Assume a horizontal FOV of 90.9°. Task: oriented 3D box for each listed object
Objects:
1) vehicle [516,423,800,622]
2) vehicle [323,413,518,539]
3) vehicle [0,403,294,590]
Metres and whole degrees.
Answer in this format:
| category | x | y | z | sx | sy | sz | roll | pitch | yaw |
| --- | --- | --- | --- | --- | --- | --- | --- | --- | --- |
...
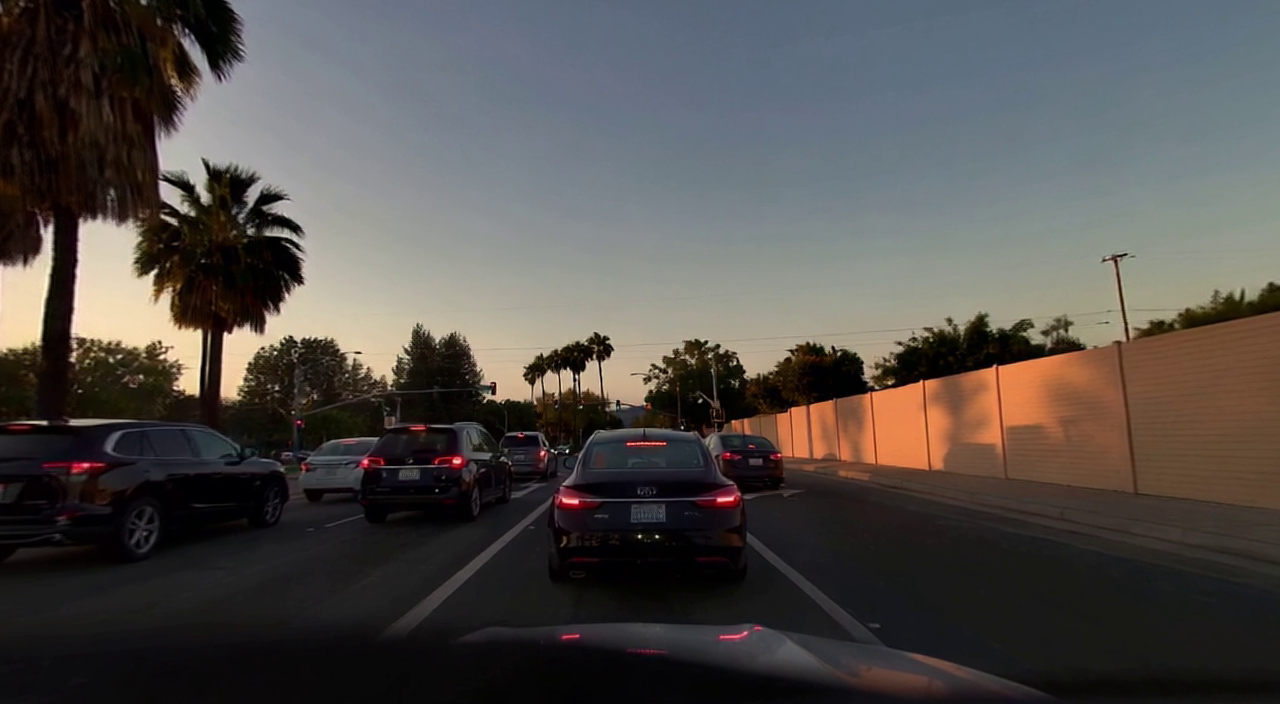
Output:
| category | x | y | z | sx | sy | sz | roll | pitch | yaw |
| --- | --- | --- | --- | --- | --- | --- | --- | --- | --- |
| vehicle | 0.070 | 1.597 | 6.947 | 2.128 | 1.473 | 4.272 | 0 | -8 | -2 |
| vehicle | -3.486 | 2.050 | 10.992 | 2.007 | 1.746 | 4.136 | 0 | -8 | -2 |
| vehicle | -6.676 | 1.670 | 8.132 | 1.963 | 1.721 | 4.467 | 0 | -8 | -2 |
